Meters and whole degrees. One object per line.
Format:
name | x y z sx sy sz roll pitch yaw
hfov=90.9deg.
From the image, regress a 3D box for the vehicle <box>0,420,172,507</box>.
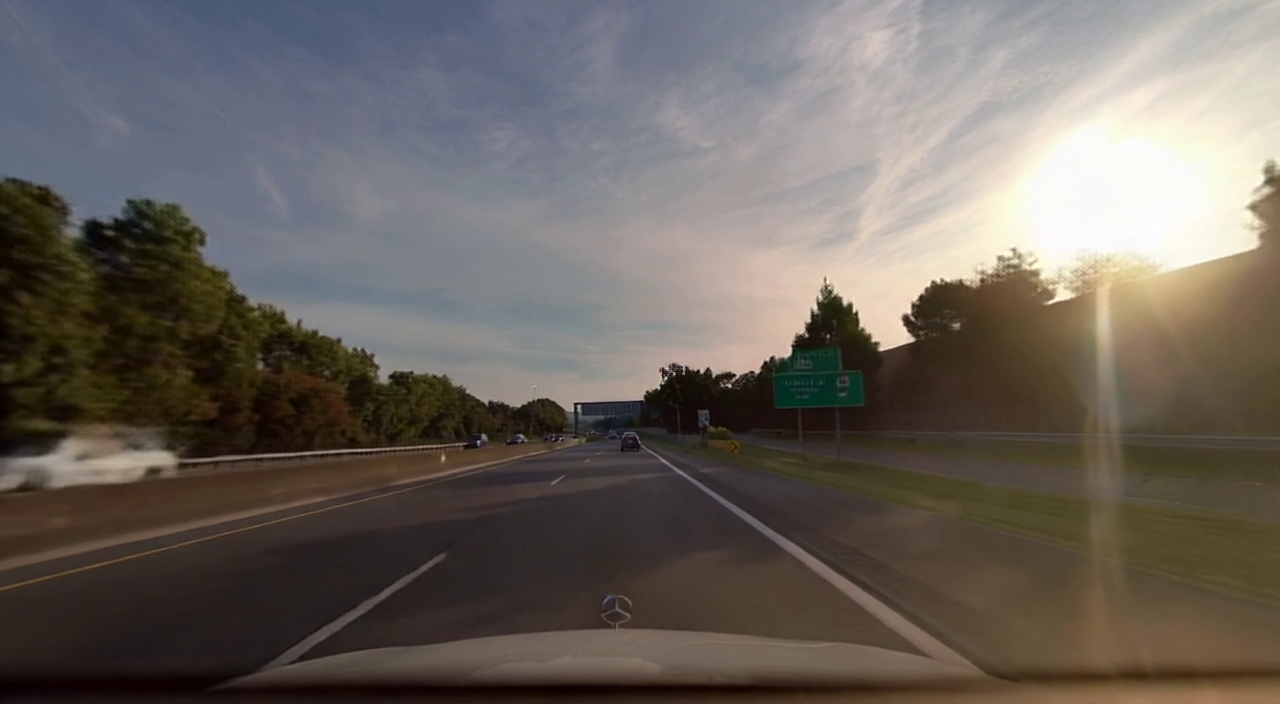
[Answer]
vehicle | -12.888 2.324 13.612 1.998 1.592 4.662 0 -8 -1
